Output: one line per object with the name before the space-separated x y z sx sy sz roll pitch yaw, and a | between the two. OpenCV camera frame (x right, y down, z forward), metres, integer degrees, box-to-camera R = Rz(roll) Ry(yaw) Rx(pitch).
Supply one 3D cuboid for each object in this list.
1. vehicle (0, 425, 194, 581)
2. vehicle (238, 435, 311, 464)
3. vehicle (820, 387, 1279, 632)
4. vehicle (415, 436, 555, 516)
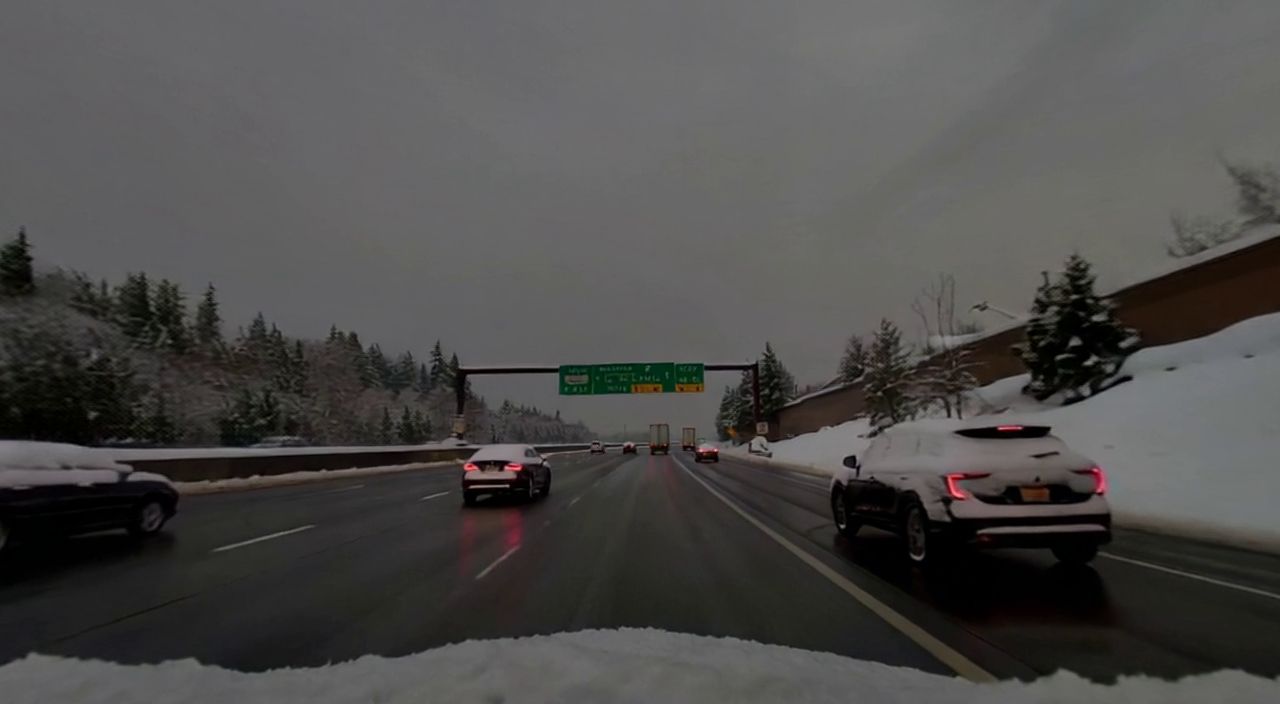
vehicle | -7.098 1.511 6.455 1.909 1.482 4.140 0 -8 1
vehicle | -20.453 5.480 35.298 1.718 1.525 3.736 -1 -8 3
vehicle | 3.704 1.446 6.811 2.108 1.709 4.703 0 -8 0
vehicle | -3.207 2.639 13.928 1.947 1.479 4.114 0 -8 2
